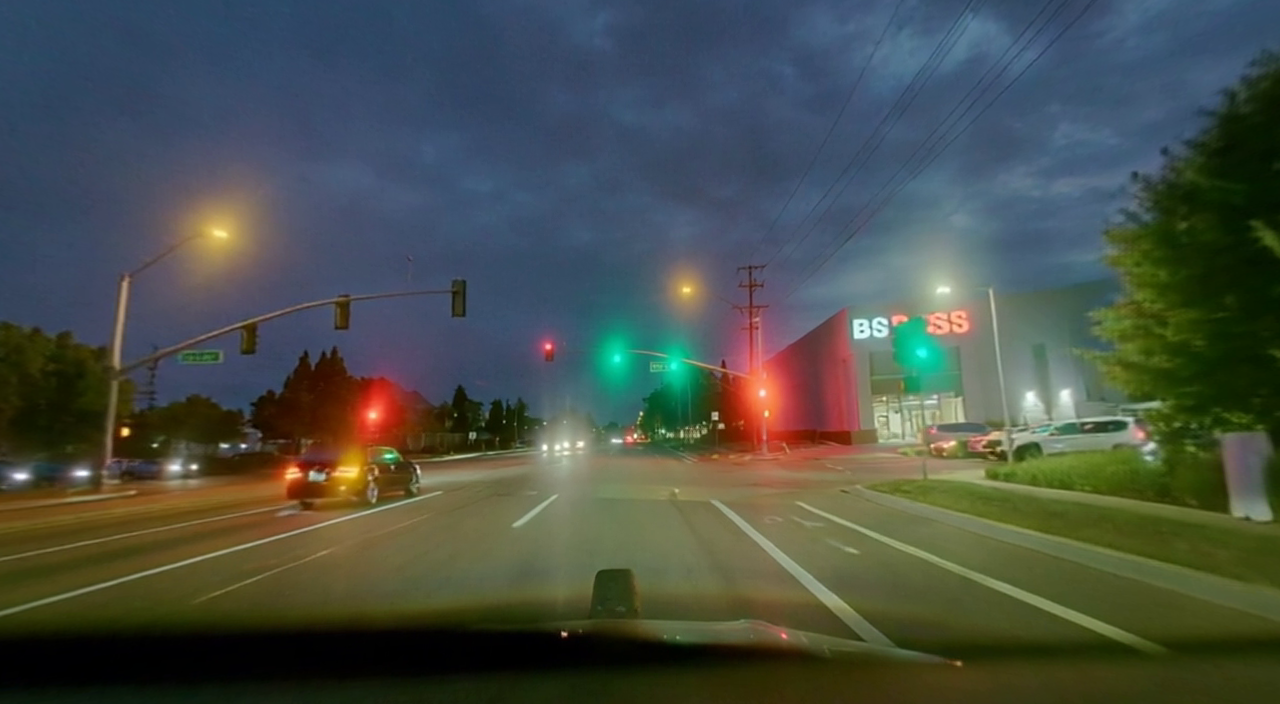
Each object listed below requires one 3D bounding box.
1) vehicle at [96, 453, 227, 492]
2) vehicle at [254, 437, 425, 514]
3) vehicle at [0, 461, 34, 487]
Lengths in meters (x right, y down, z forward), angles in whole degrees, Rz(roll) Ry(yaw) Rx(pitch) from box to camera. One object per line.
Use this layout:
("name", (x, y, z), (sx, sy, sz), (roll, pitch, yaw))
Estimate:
("vehicle", (-22.953, 5.758, 30.444), (4.722, 1.741, 2.142), (-1, -9, 6))
("vehicle", (-6.498, 2.690, 14.280), (1.928, 1.451, 4.219), (0, -9, -2))
("vehicle", (-40.485, 7.735, 40.209), (1.906, 1.496, 4.381), (5, -10, -33))
